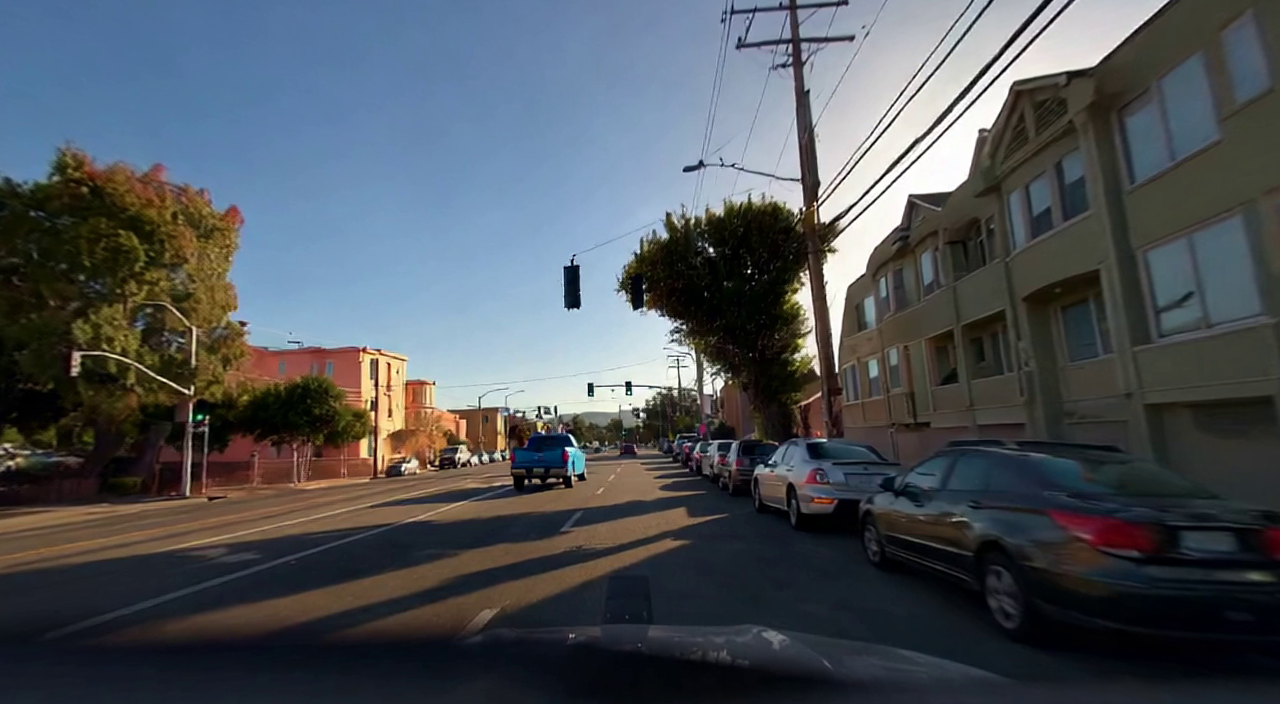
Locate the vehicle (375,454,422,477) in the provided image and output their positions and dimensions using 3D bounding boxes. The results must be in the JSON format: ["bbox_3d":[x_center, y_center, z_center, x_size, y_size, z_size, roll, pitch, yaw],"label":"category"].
[{"bbox_3d":[-18.573,8.745,48.696,1.908,1.614,4.092,-1,-9,2],"label":"vehicle"}]

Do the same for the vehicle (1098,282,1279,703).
[{"bbox_3d":[2.851,0.431,0.232,2.029,1.727,4.384,0,-9,0],"label":"vehicle"}]

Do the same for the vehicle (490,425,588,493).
[{"bbox_3d":[-3.074,3.418,20.524,2.242,1.890,5.306,0,-9,1],"label":"vehicle"}]

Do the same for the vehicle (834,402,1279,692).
[{"bbox_3d":[3.354,1.367,5.660,1.921,1.520,4.526,-1,-9,2],"label":"vehicle"}]
